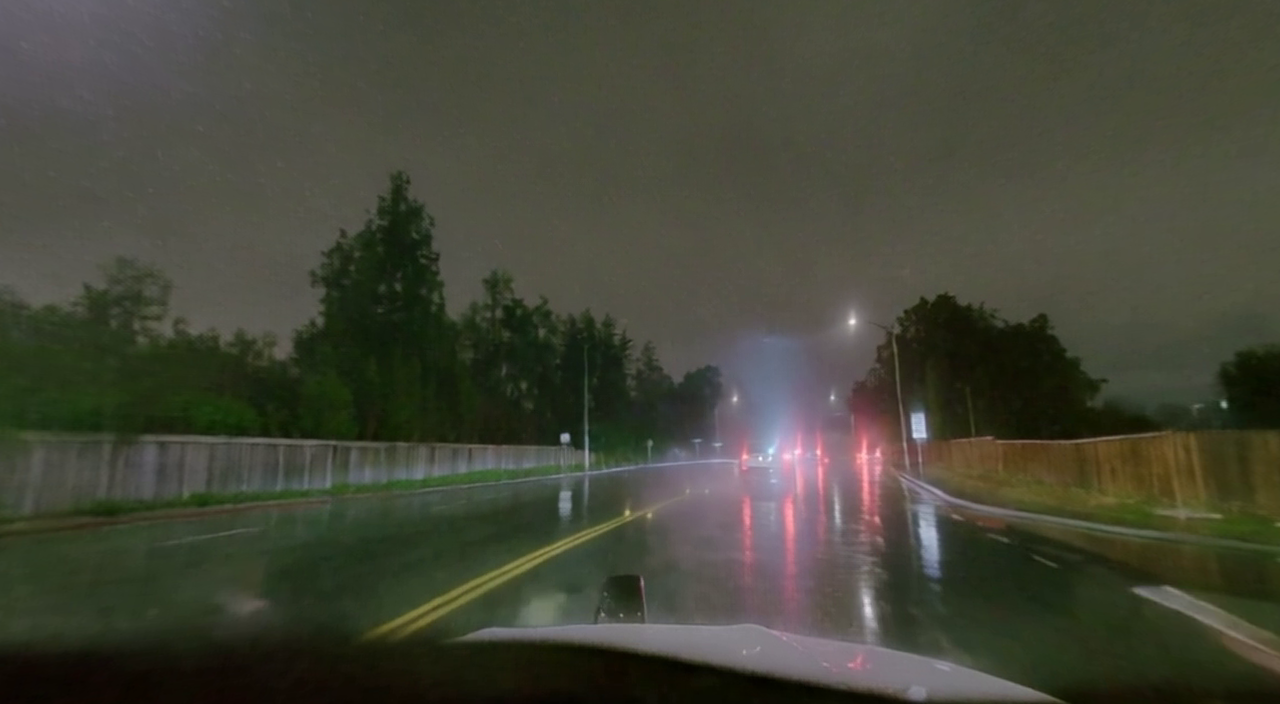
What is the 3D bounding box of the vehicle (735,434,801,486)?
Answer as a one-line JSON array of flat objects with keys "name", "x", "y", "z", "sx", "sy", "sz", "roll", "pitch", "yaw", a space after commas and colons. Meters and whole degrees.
[{"name": "vehicle", "x": 5.122, "y": 4.214, "z": 24.809, "sx": 2.230, "sy": 1.827, "sz": 4.580, "roll": -2, "pitch": -9, "yaw": 14}]
